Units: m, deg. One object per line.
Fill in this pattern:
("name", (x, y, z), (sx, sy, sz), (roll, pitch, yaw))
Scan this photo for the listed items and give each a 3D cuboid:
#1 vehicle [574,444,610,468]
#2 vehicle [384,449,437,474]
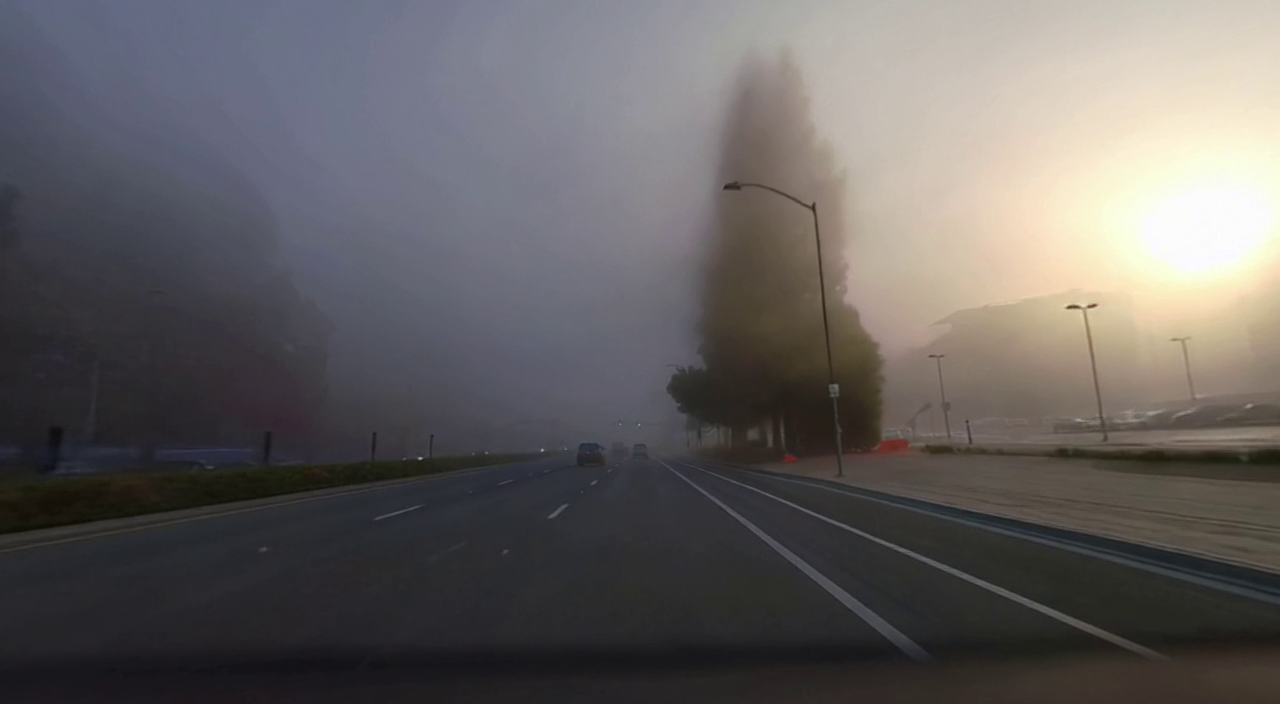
("vehicle", (-3.333, 7.315, 44.696), (2.121, 1.654, 3.993), (0, -8, 1))
("vehicle", (-15.311, 7.287, 42.327), (1.899, 1.518, 4.305), (0, -8, 0))
